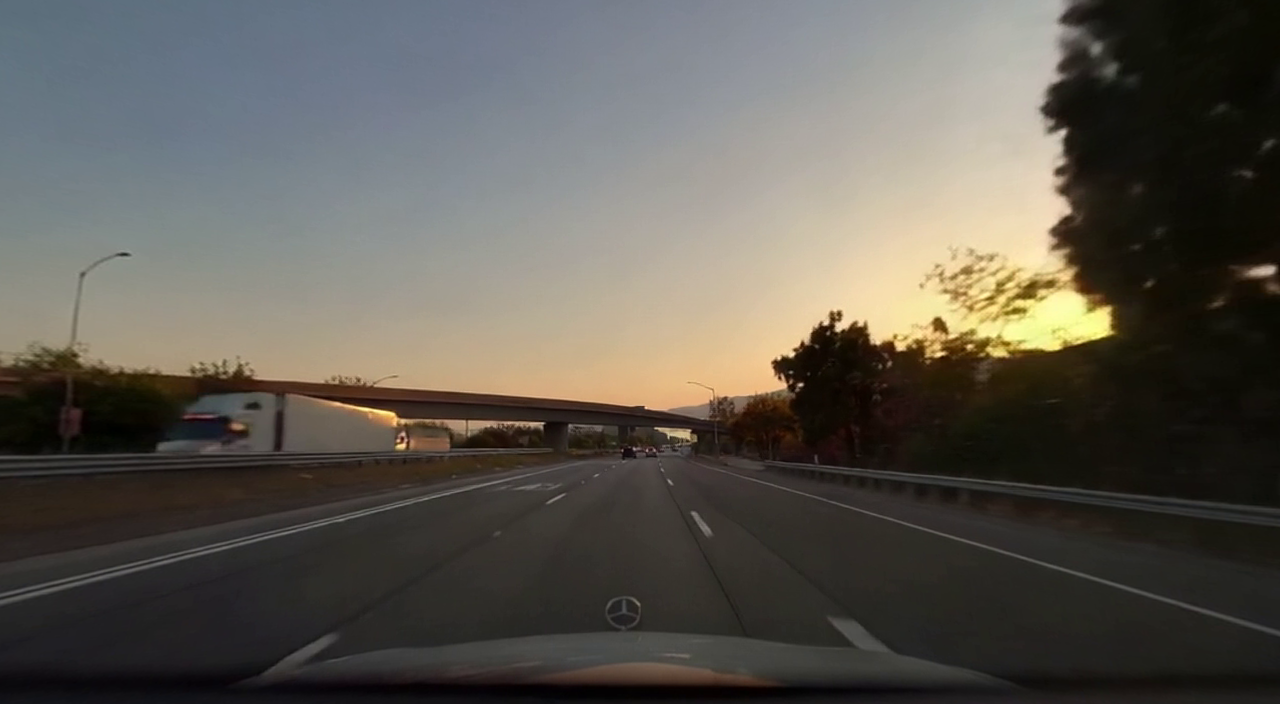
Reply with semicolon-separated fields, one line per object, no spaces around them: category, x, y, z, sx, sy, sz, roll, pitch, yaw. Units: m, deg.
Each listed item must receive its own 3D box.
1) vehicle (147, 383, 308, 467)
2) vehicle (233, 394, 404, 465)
vehicle;-21.146;3.964;33.045;3.073;3.890;7.481;0;-9;2
vehicle;-20.878;5.488;42.989;2.889;3.945;15.988;0;-9;2
